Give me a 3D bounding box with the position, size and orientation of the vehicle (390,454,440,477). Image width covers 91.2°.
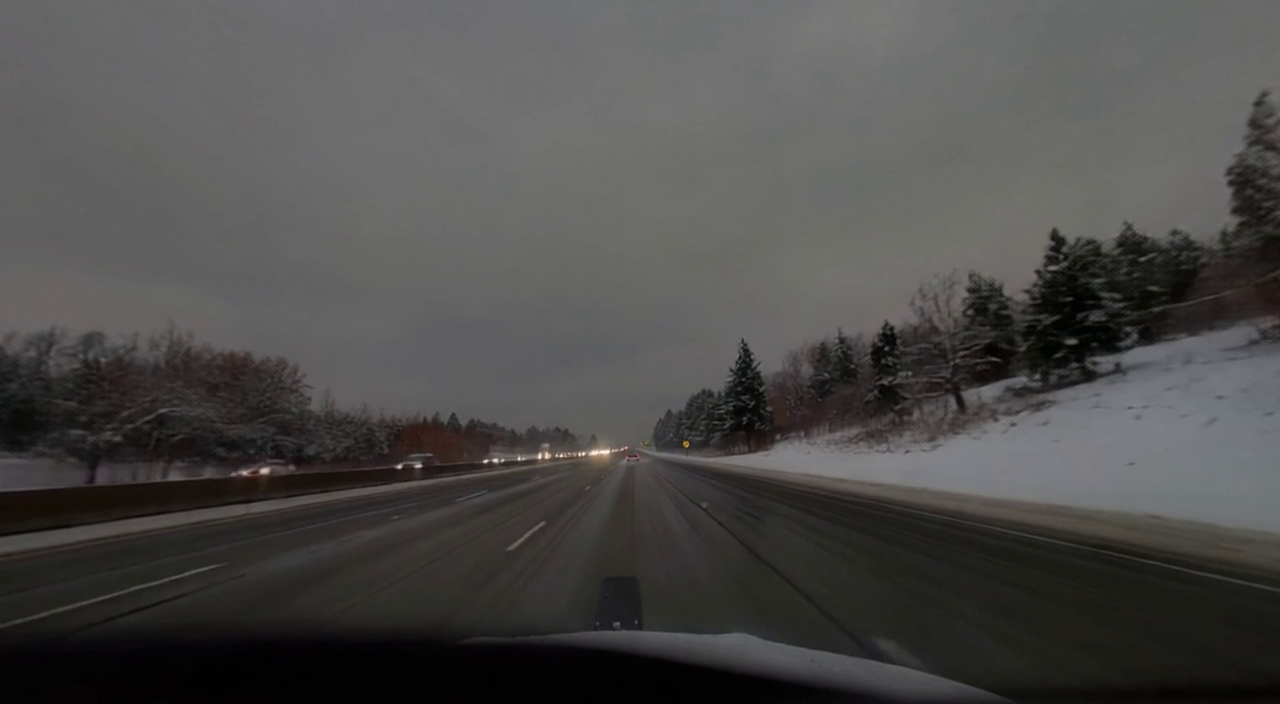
[{"bbox_3d":[-15.603,7.882,43.716,1.903,1.503,4.309,0,-9,-1],"label":"vehicle"}]

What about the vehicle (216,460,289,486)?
[{"bbox_3d":[-26.308,8.207,42.803,1.923,1.538,4.752,0,-9,0],"label":"vehicle"}]
